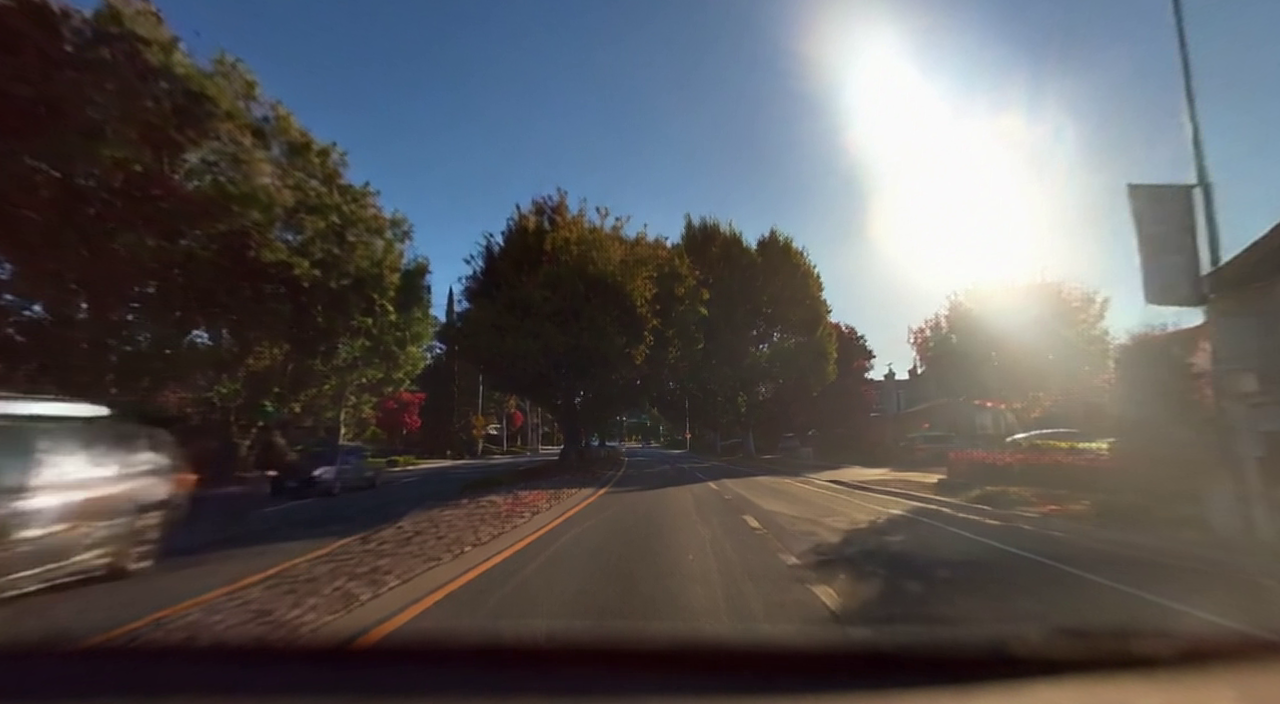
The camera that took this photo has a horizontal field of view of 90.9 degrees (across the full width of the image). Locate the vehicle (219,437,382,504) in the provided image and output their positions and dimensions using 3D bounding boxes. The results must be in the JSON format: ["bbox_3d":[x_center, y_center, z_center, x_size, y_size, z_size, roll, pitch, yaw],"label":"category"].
[{"bbox_3d":[-8.800,3.078,16.918,2.066,1.468,4.558,-1,-8,-3],"label":"vehicle"}]

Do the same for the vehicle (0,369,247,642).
[{"bbox_3d":[-5.236,1.057,4.435,2.128,1.753,4.516,0,-8,-2],"label":"vehicle"}]
